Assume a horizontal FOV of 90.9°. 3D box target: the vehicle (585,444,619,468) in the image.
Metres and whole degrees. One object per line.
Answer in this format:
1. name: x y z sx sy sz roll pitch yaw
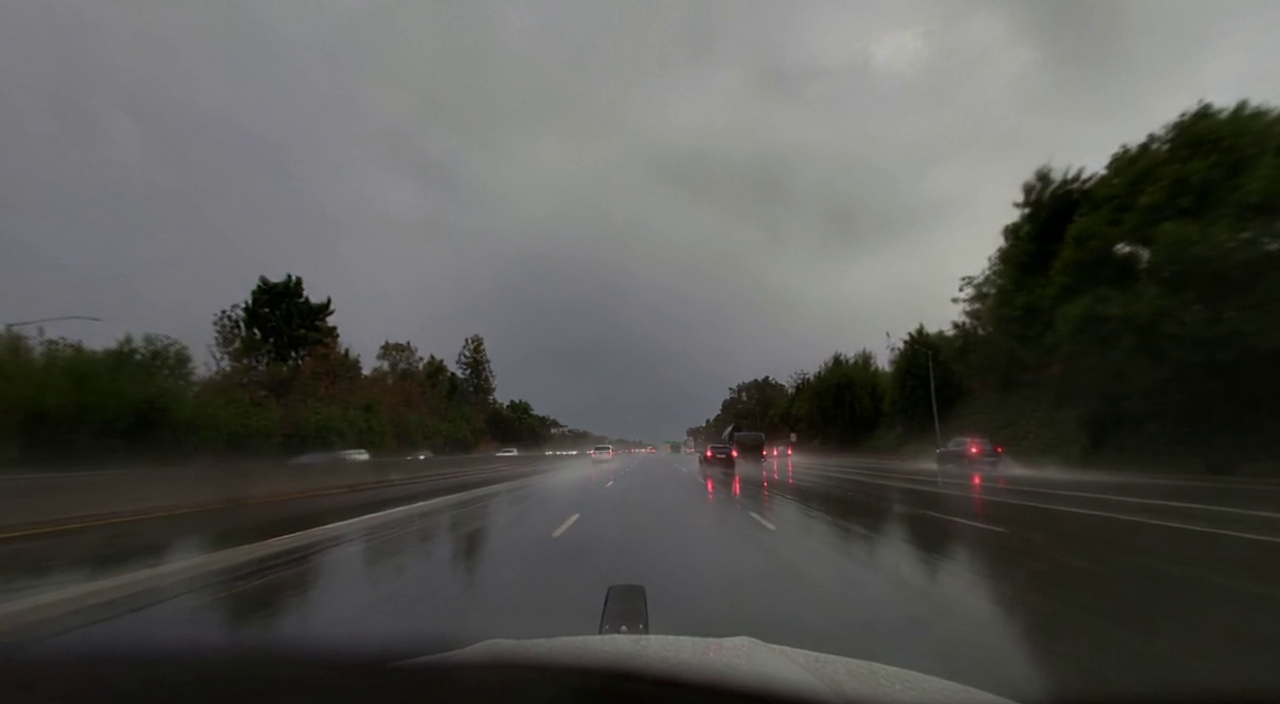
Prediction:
1. vehicle: -2.648 7.356 44.652 2.060 1.587 4.093 0 -9 1

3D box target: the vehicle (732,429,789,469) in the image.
1. vehicle: 8.220 6.684 43.556 2.729 2.628 4.875 0 -9 -2

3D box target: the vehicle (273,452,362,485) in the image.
1. vehicle: -15.842 5.732 31.256 1.985 1.470 4.400 0 -9 1

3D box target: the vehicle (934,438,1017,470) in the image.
1. vehicle: 22.663 6.899 42.936 2.221 1.995 5.803 0 -9 -3

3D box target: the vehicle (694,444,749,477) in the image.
1. vehicle: 3.977 5.397 31.636 2.080 1.493 4.674 0 -9 -1
